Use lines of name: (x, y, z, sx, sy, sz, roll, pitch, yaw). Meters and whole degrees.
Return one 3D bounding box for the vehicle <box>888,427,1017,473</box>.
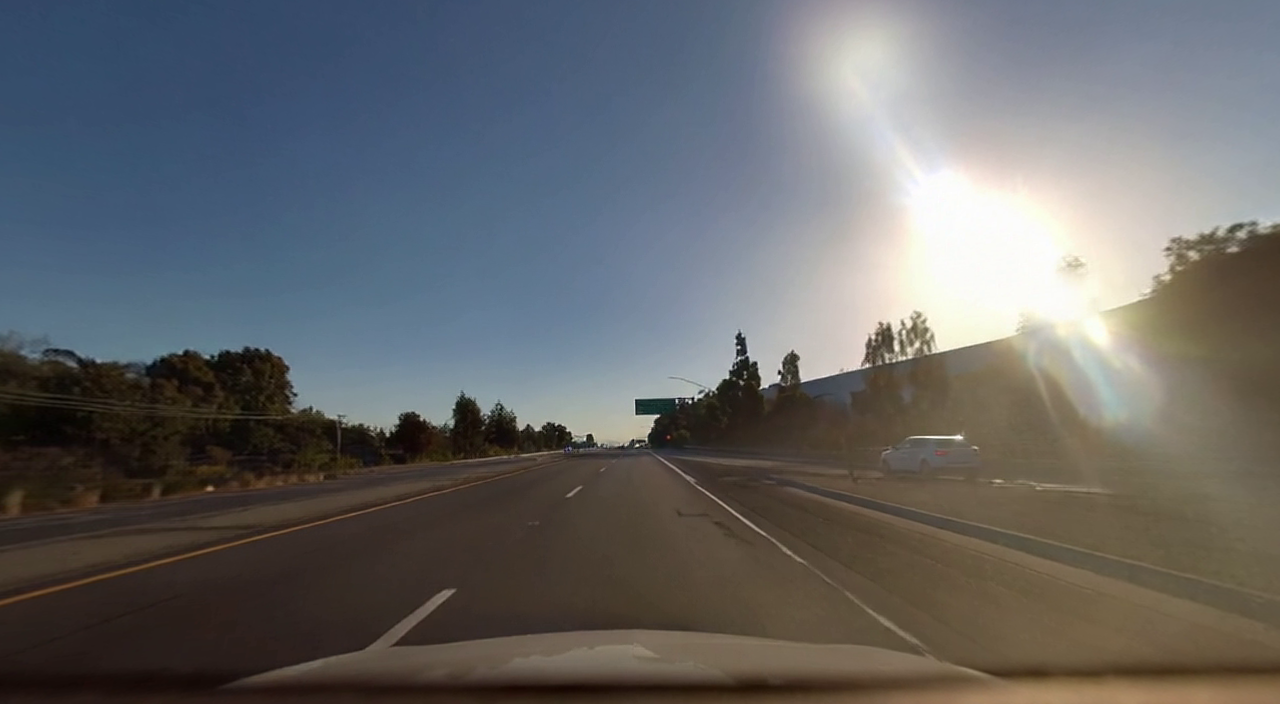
vehicle: (14.283, 4.517, 29.225, 2.328, 1.916, 5.227, 2, -9, -17)
